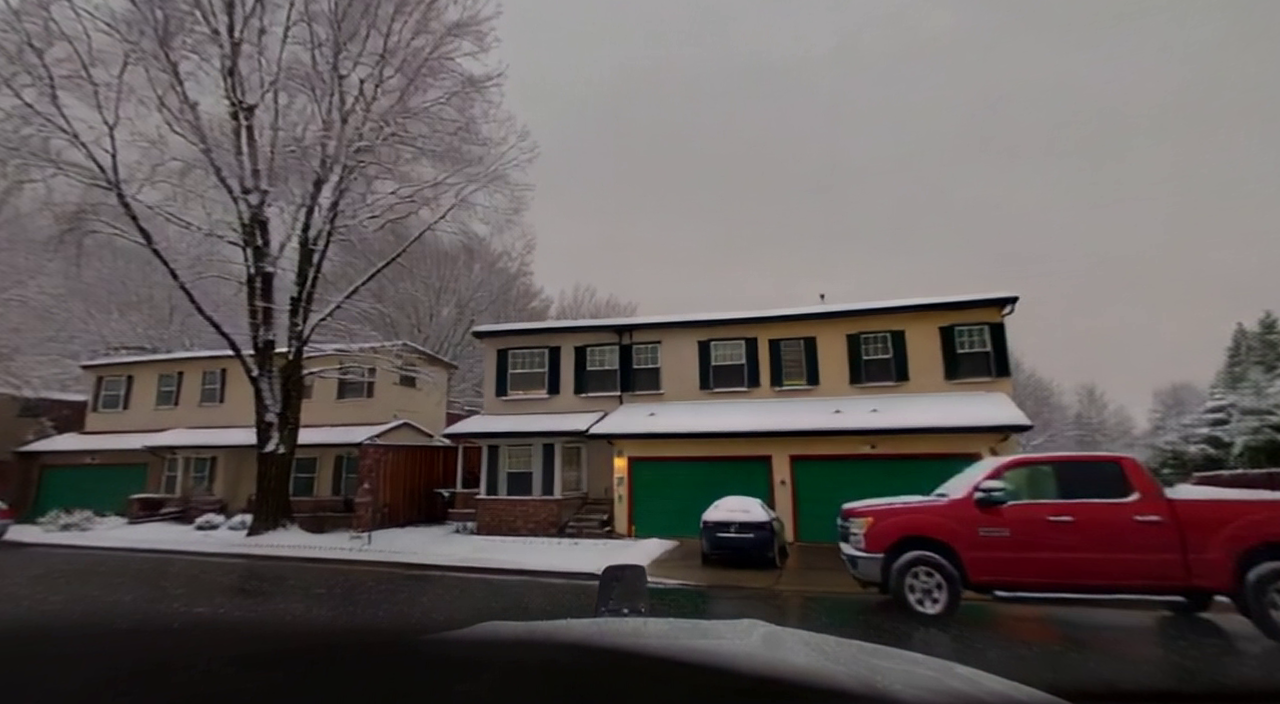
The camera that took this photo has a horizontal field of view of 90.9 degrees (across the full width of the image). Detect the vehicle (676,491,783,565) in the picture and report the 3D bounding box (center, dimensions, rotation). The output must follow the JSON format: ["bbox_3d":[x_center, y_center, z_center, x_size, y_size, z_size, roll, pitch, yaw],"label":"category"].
[{"bbox_3d":[2.522,4.632,16.940,1.869,1.460,3.826,-8,-11,21],"label":"vehicle"}]

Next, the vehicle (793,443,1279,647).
[{"bbox_3d":[4.844,2.057,7.400,5.600,1.835,2.161,-4,-11,20],"label":"vehicle"}]
